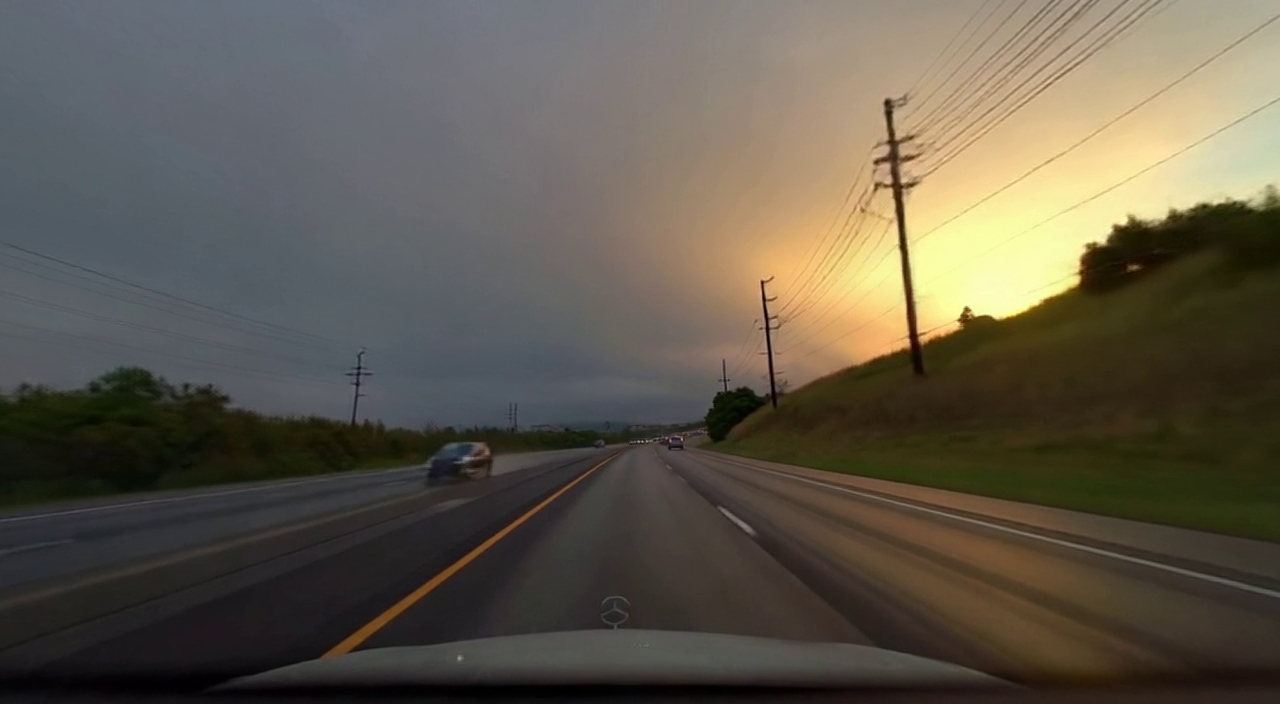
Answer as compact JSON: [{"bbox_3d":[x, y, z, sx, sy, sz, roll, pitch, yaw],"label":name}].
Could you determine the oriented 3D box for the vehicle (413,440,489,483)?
[{"bbox_3d":[-7.877,4.572,26.657,1.918,1.607,4.302,0,-8,-1],"label":"vehicle"}]
